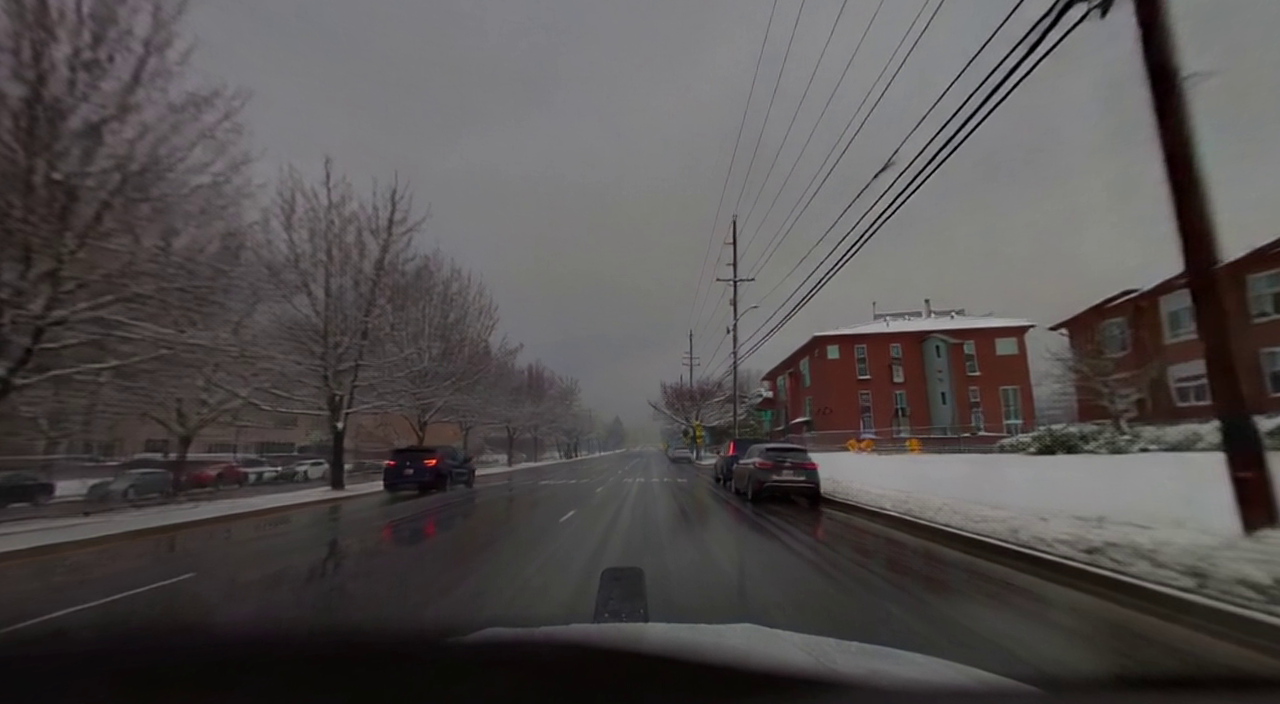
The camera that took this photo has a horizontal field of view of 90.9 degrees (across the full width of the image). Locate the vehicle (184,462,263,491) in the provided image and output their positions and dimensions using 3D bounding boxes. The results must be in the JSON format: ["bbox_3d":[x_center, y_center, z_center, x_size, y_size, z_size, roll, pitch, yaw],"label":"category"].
[{"bbox_3d":[-25.664,7.646,39.048,1.926,1.557,4.385,0,-8,-1],"label":"vehicle"}]

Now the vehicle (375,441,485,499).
[{"bbox_3d":[-6.671,3.765,20.622,2.000,1.671,4.497,0,-8,1],"label":"vehicle"}]

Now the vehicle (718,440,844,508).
[{"bbox_3d":[3.467,3.094,16.575,2.259,1.500,4.474,0,-8,0],"label":"vehicle"}]

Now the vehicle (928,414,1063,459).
[{"bbox_3d":[23.016,5.525,41.145,6.917,2.731,2.901,0,-8,1],"label":"vehicle"}]

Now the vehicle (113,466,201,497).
[{"bbox_3d":[-25.722,6.883,33.752,1.706,1.435,3.899,0,-8,-2],"label":"vehicle"}]

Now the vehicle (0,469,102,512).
[{"bbox_3d":[-25.719,5.773,26.578,1.883,1.451,4.676,-1,-8,1],"label":"vehicle"}]

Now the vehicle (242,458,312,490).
[{"bbox_3d":[-25.515,8.569,44.551,2.132,1.492,4.734,-4,-4,1],"label":"vehicle"}]
